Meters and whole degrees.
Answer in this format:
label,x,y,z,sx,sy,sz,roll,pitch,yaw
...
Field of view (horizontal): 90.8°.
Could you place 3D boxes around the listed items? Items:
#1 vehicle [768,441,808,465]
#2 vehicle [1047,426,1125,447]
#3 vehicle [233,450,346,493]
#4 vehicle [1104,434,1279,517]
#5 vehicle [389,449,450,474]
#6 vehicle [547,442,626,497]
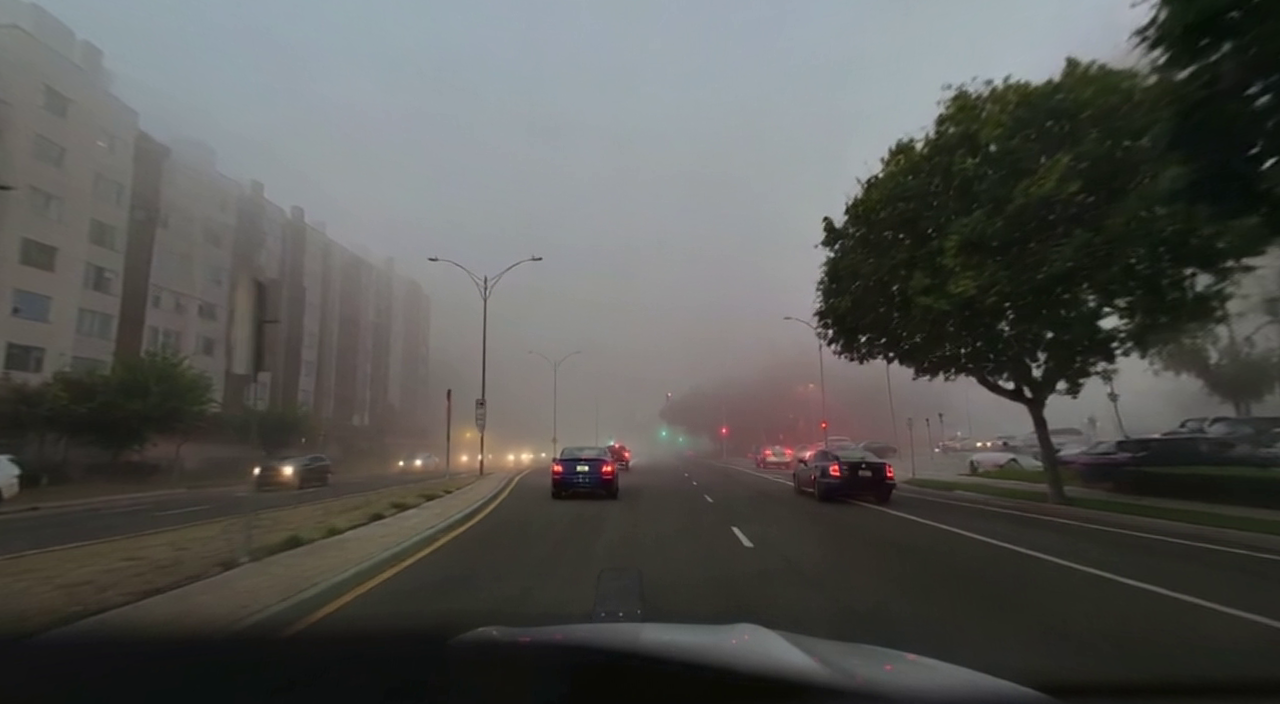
label,x,y,z,sx,sy,sz,roll,pitch,yaw
vehicle,11.314,7.759,48.638,1.975,1.677,4.400,0,-8,0
vehicle,34.881,6.622,49.452,4.531,1.596,1.929,-1,-8,2
vehicle,-13.523,4.599,24.749,1.882,1.475,4.522,0,-8,0
vehicle,12.295,2.432,12.902,2.062,1.442,4.533,0,-8,-2
vehicle,-13.912,6.908,40.201,2.149,1.468,4.707,-1,-8,1
vehicle,-1.615,3.530,19.474,2.144,1.447,4.421,0,-8,-4
